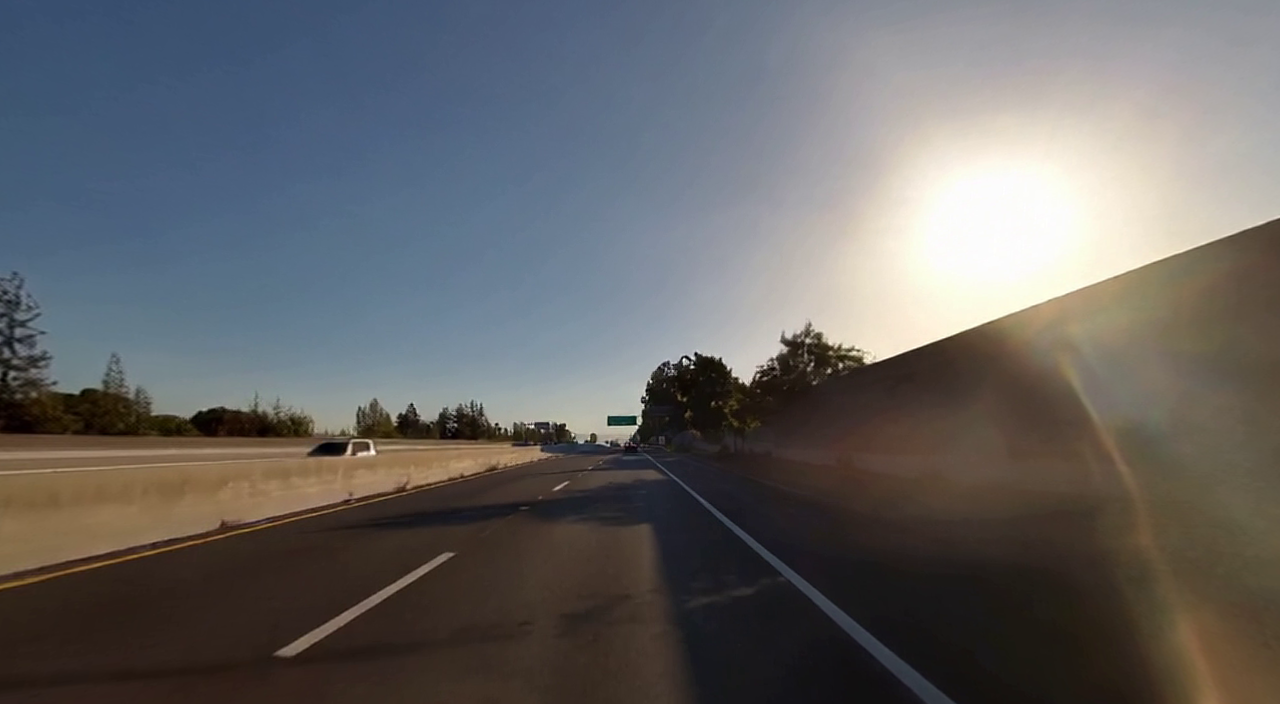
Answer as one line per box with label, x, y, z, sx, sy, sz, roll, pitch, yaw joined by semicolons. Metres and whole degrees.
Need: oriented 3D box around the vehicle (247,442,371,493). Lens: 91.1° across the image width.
vehicle;-10.631;3.690;20.577;1.837;1.448;4.088;0;-8;0
